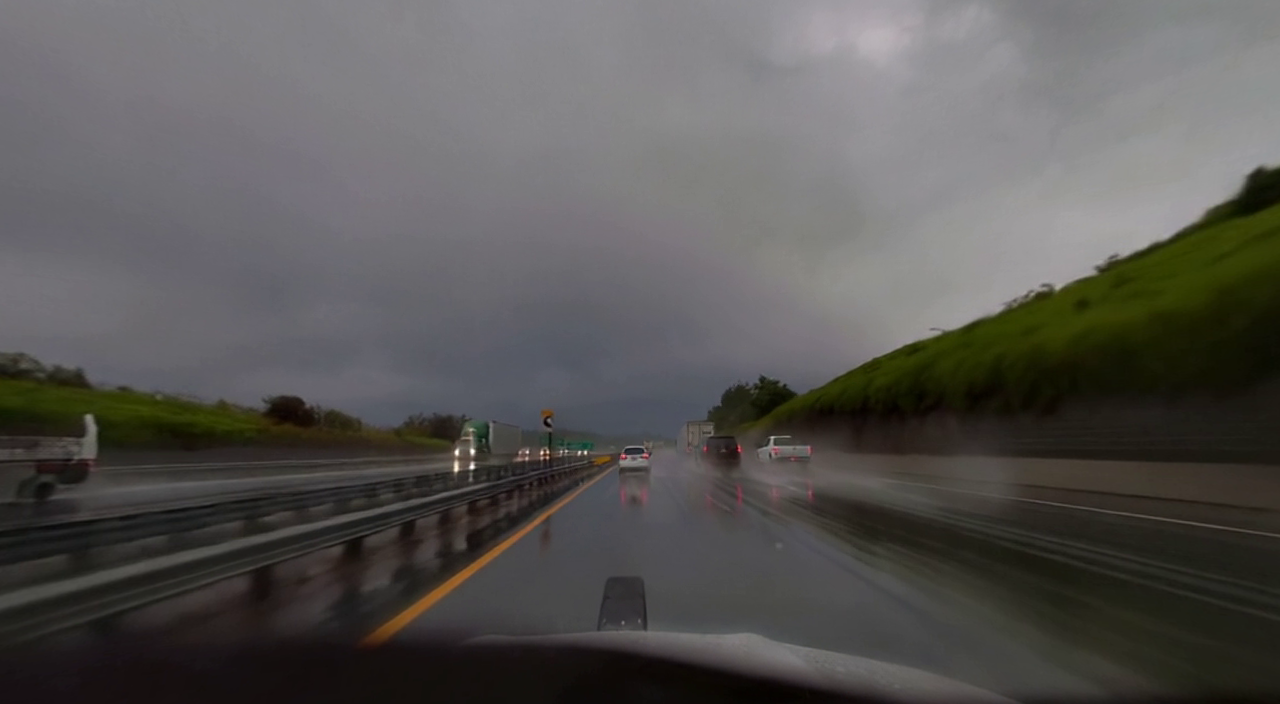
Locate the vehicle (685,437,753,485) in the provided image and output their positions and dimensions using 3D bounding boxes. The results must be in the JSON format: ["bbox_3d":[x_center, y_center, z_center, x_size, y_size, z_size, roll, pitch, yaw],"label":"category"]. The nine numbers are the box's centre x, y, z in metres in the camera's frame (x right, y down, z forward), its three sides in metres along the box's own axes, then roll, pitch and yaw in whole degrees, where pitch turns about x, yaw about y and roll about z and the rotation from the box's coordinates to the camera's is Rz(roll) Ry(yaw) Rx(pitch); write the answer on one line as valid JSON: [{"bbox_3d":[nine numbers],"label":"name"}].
[{"bbox_3d":[3.033,4.280,25.051,2.048,1.704,4.284,0,-9,-1],"label":"vehicle"}]

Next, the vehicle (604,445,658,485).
[{"bbox_3d":[-0.340,4.419,24.932,1.970,1.441,3.846,0,-9,-1],"label":"vehicle"}]
